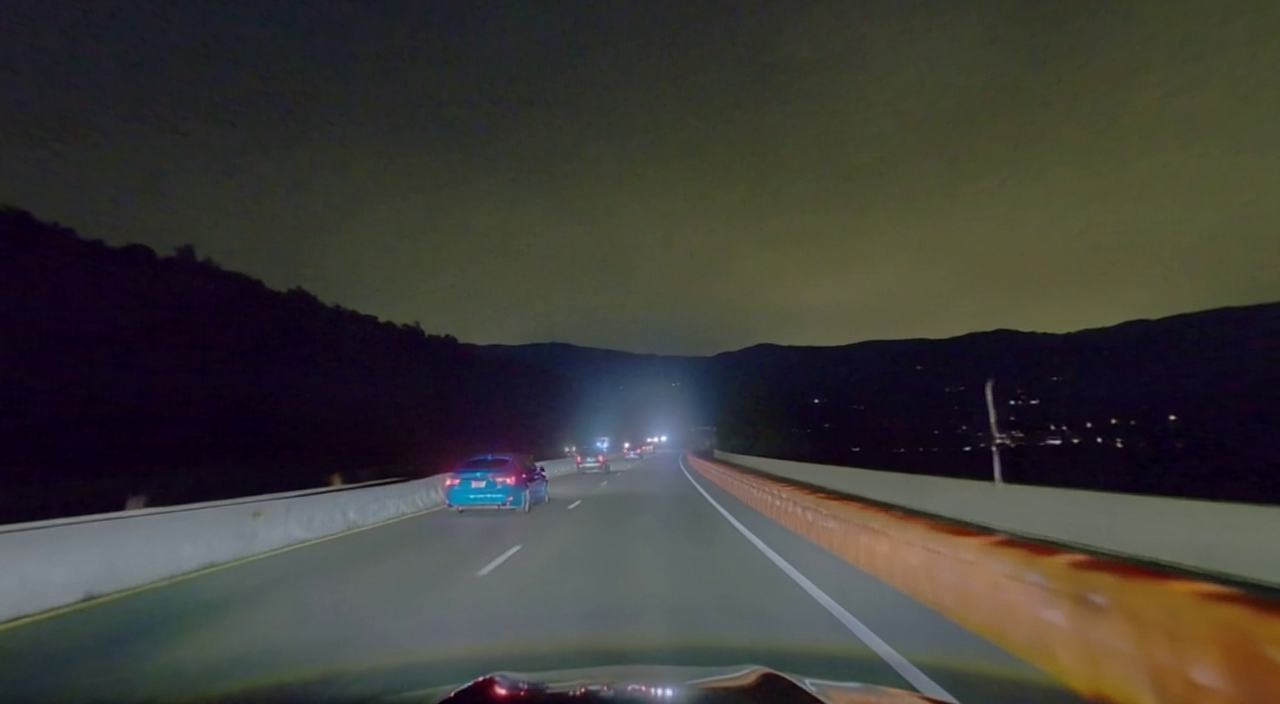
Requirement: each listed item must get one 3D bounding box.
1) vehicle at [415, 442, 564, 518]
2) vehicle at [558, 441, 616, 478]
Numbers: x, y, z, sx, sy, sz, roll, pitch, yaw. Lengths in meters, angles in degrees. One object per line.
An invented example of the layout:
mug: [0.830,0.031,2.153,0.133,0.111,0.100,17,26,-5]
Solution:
vehicle: [-2.932,2.597,13.249,2.061,1.330,3.928,0,-9,2]
vehicle: [-2.254,4.731,27.935,2.094,1.480,4.124,0,-9,2]
